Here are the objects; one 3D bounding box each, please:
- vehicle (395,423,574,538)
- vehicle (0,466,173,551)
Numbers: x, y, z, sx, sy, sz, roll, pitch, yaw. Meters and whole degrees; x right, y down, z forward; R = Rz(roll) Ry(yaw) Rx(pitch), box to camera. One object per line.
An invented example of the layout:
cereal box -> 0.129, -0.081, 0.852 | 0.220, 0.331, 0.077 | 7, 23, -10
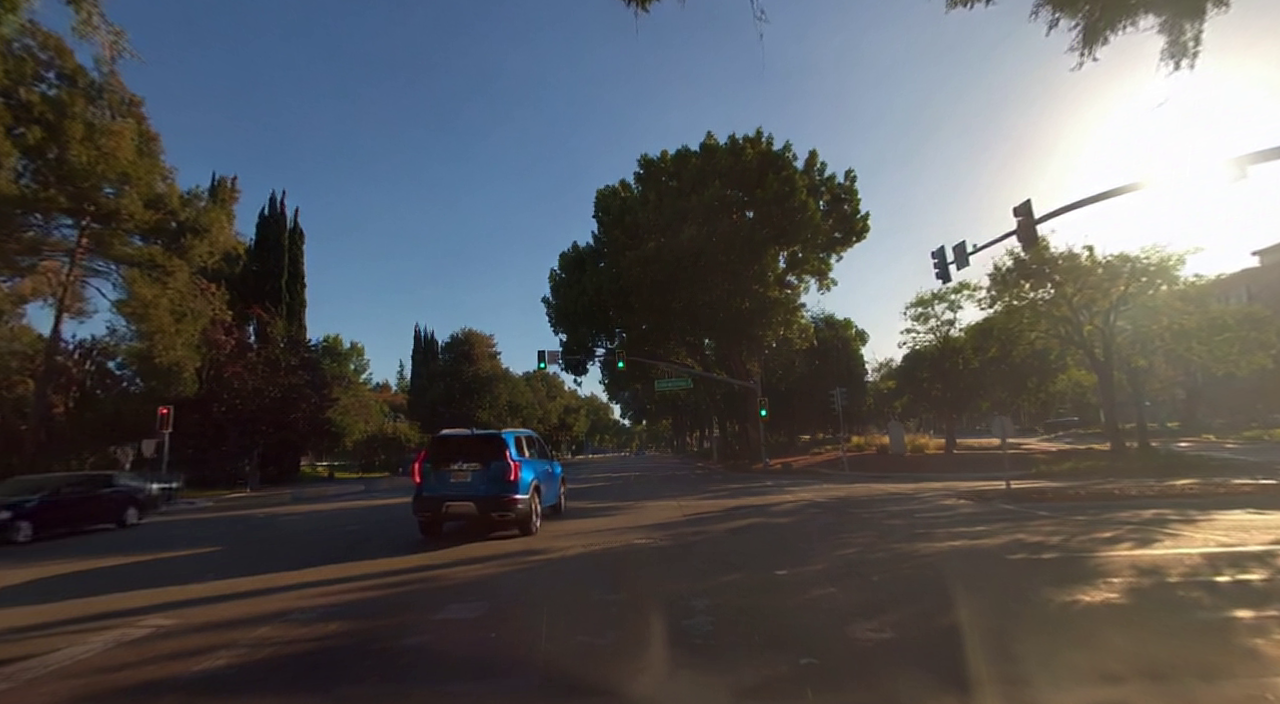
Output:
vehicle -> -2.718, 2.379, 12.302 | 2.123, 1.799, 4.425 | -1, -9, 3
vehicle -> -13.054, 3.325, 13.880 | 1.913, 1.461, 4.546 | -1, -9, 2
